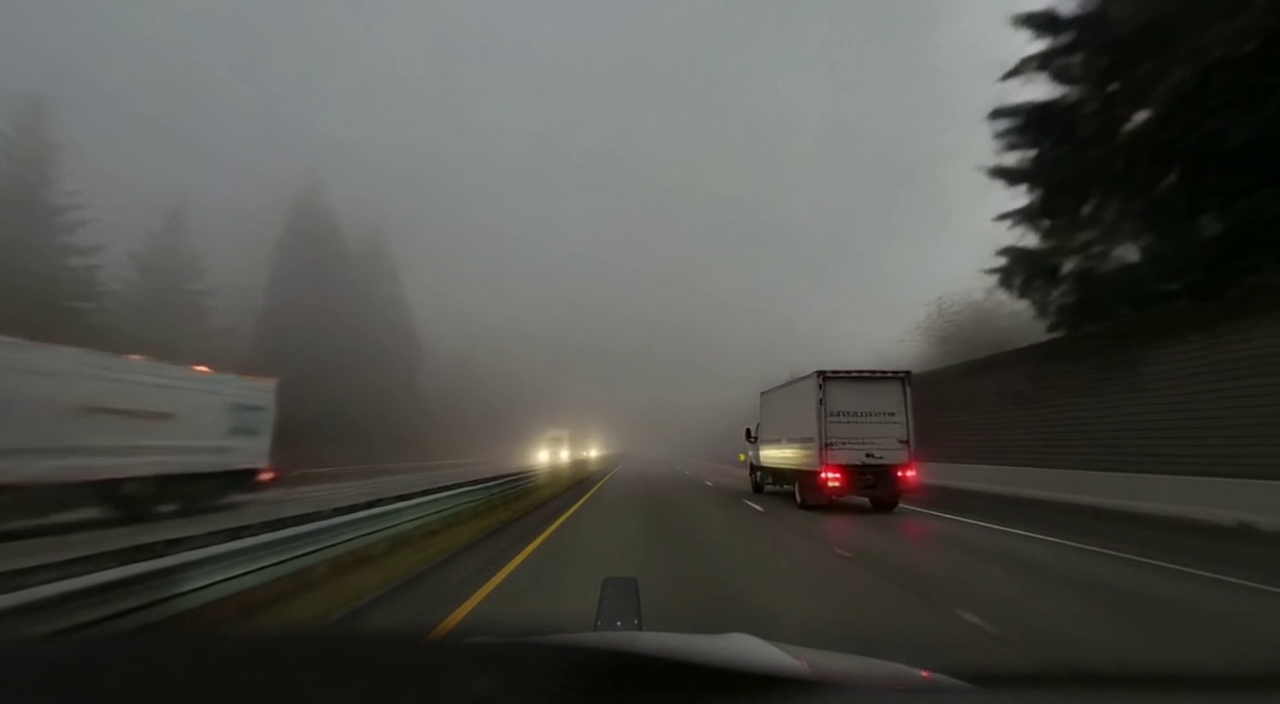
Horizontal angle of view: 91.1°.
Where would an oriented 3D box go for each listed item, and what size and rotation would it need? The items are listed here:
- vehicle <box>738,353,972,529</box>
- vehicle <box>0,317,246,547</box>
[{"bbox_3d":[3.977,1.928,13.540,2.449,2.805,6.763,0,-9,-1],"label":"vehicle"},{"bbox_3d":[-12.767,1.642,12.505,3.343,3.928,10.064,0,-9,0],"label":"vehicle"}]
